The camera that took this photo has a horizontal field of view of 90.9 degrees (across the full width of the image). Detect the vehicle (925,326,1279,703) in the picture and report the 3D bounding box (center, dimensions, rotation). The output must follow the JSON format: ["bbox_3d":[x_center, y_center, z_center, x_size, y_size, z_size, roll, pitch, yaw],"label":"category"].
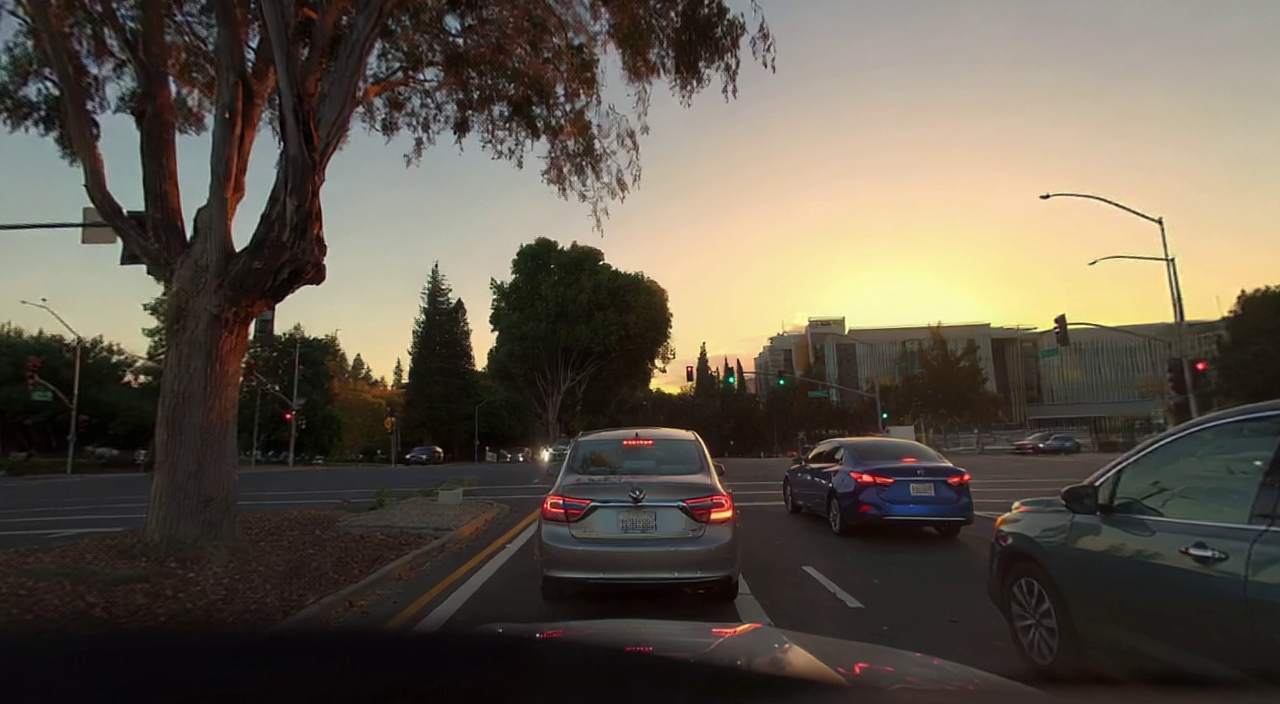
[{"bbox_3d":[3.740,0.934,3.422,2.162,1.829,4.519,0,-9,-1],"label":"vehicle"}]

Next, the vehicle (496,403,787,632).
[{"bbox_3d":[-0.001,1.476,6.498,2.074,1.631,3.793,0,-9,0],"label":"vehicle"}]

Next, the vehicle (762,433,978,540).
[{"bbox_3d":[3.709,2.259,11.294,2.054,1.482,4.654,0,-9,-1],"label":"vehicle"}]
